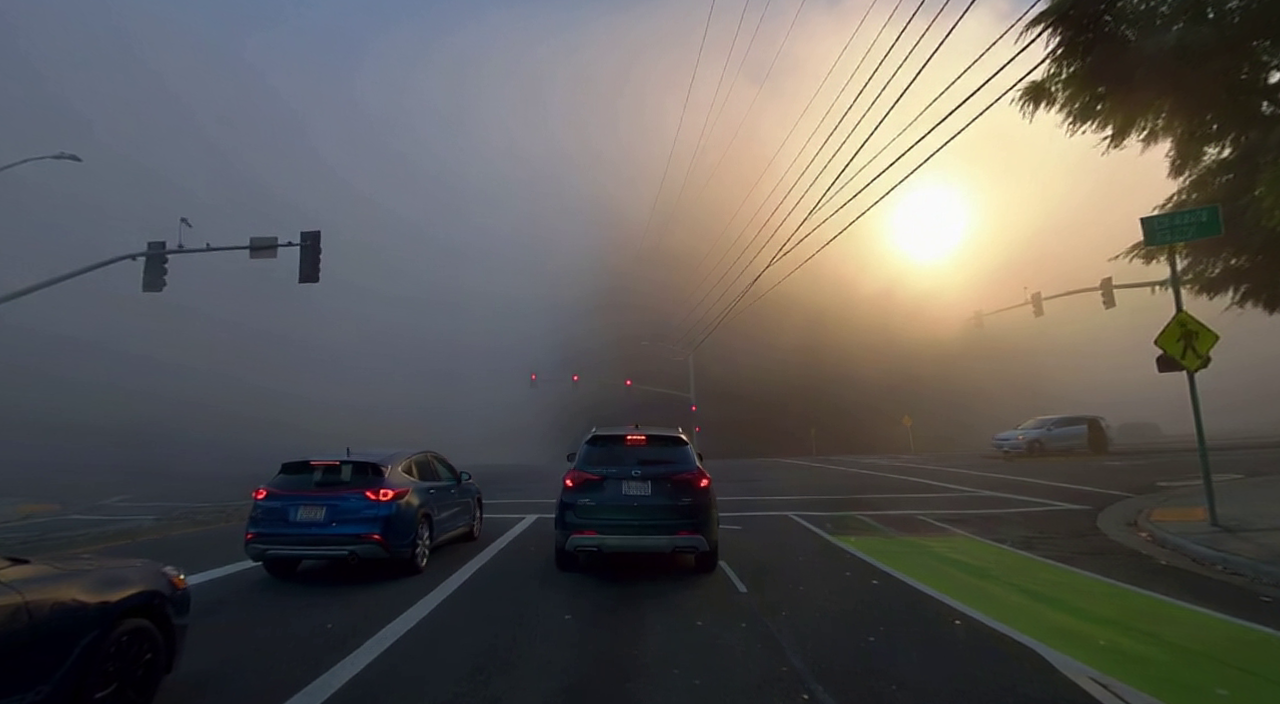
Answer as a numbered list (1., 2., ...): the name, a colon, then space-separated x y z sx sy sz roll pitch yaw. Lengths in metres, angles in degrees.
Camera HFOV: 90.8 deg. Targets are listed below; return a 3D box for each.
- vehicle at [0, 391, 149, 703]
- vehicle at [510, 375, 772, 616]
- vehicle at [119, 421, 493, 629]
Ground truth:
1. vehicle: -3.479 0.618 0.375 2.138 1.488 5.327 0 -8 0
2. vehicle: -0.026 1.559 7.640 2.036 1.885 5.196 0 -10 -1
3. vehicle: -2.923 1.597 6.642 1.726 1.506 3.840 0 -10 1
